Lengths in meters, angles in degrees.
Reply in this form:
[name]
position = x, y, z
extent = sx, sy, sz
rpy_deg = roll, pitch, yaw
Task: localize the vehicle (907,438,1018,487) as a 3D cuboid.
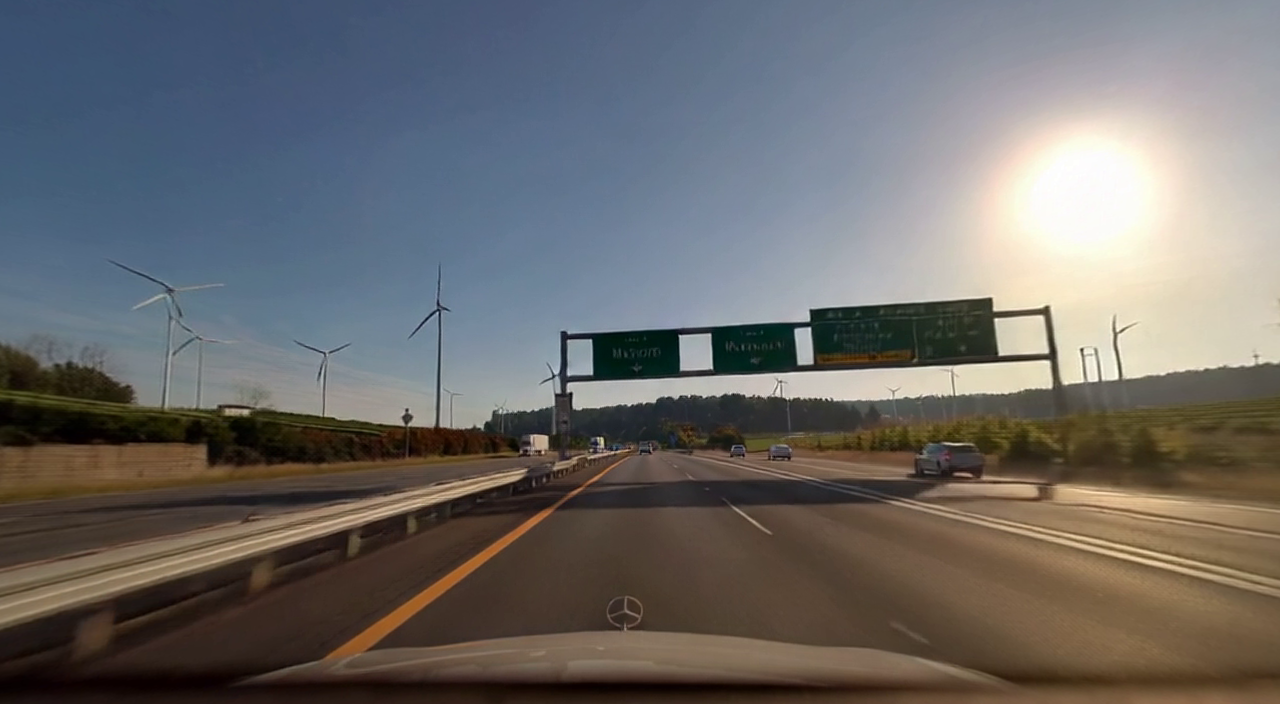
[vehicle]
position = 12.325, 4.243, 24.501
extent = 1.897, 1.669, 4.825
rpy_deg = 0, -9, 2
